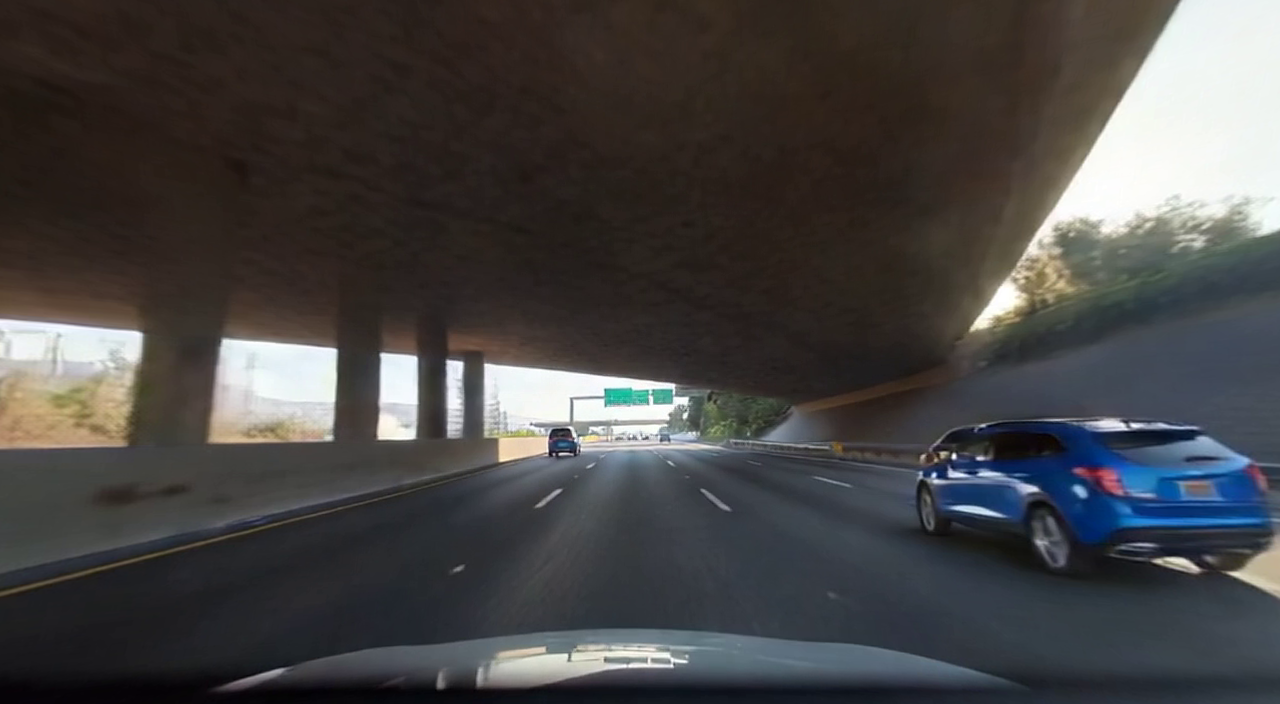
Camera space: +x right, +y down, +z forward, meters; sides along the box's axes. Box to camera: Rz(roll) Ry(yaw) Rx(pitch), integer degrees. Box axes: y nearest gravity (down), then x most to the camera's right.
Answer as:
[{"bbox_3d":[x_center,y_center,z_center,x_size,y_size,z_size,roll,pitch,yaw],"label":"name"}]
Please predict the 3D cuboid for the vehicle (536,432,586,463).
[{"bbox_3d":[-3.951,4.835,32.173,2.032,1.465,4.316,0,-8,-1],"label":"vehicle"}]

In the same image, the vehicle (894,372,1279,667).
[{"bbox_3d":[4.127,1.169,5.484,2.011,1.576,4.060,0,-8,-2],"label":"vehicle"}]
